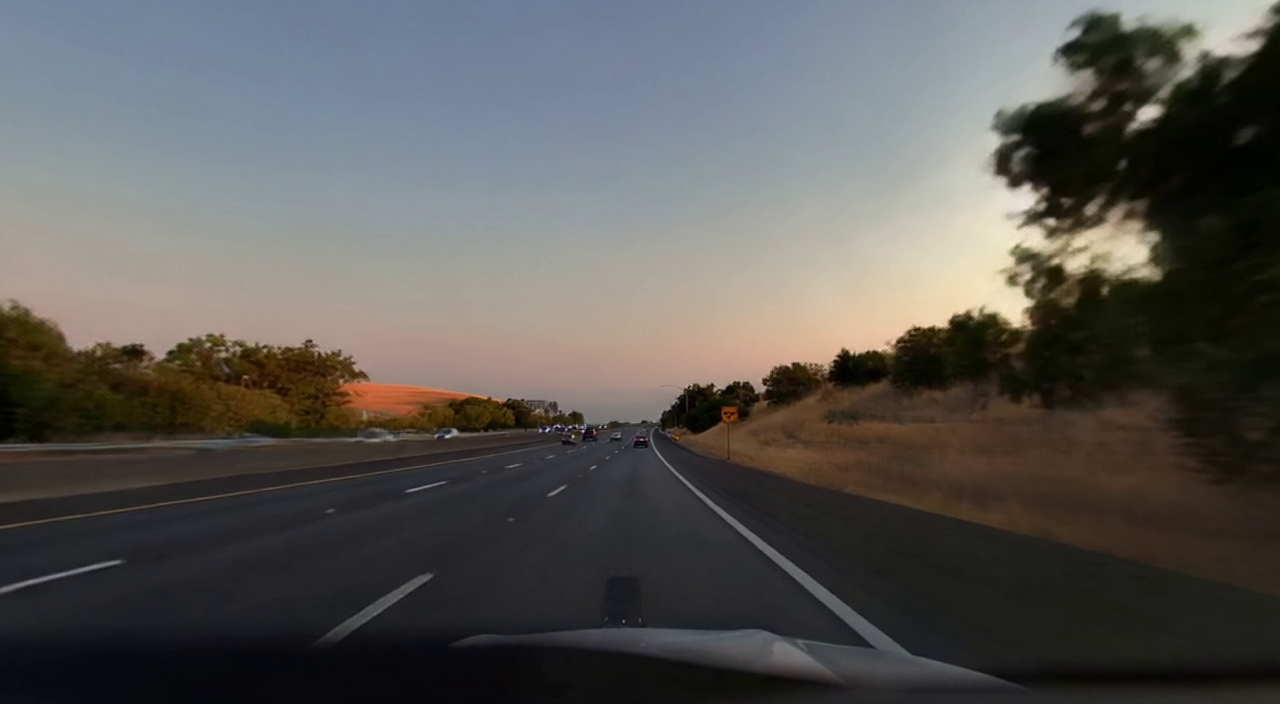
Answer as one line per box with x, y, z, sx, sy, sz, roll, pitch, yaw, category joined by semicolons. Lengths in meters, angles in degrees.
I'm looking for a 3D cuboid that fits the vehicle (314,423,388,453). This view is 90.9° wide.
-17.483;5.261;38.444;2.195;1.737;4.738;0;-8;0;vehicle

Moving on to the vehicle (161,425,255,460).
-21.330;4.510;31.347;1.805;1.584;3.935;0;-8;0;vehicle

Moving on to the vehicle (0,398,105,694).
-4.451;0.762;1.549;2.071;1.556;4.729;0;-8;1;vehicle
